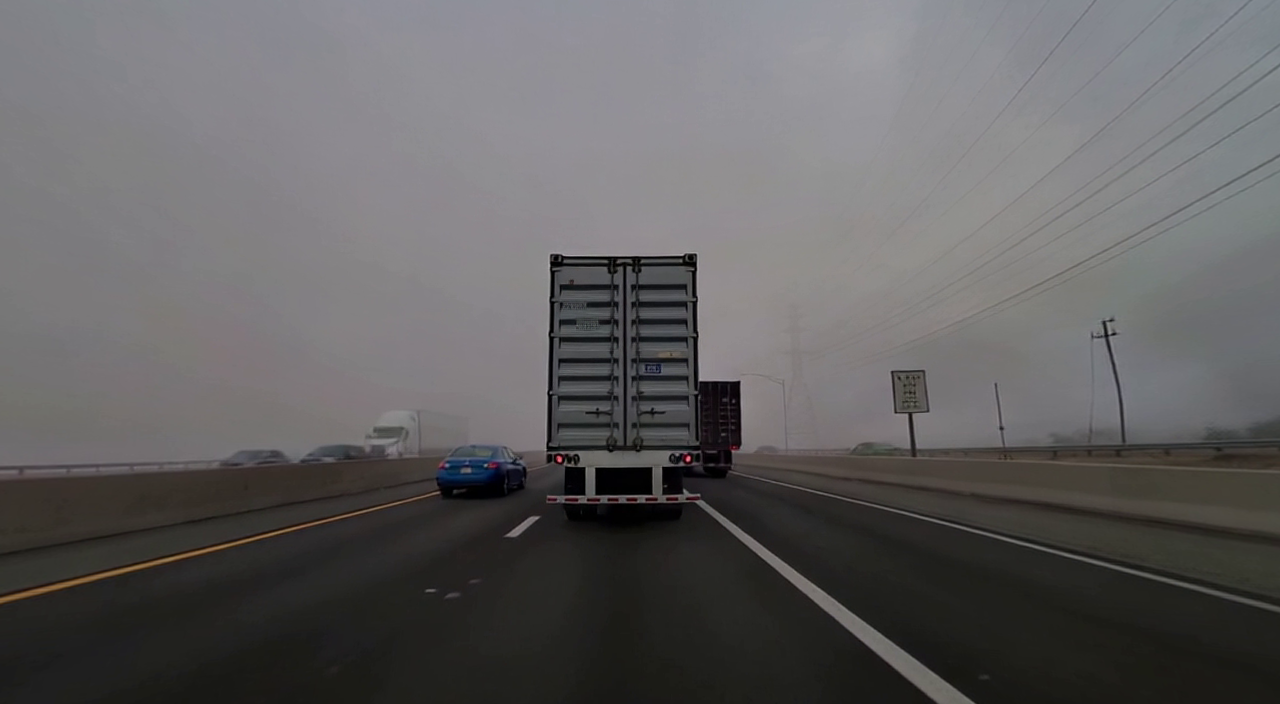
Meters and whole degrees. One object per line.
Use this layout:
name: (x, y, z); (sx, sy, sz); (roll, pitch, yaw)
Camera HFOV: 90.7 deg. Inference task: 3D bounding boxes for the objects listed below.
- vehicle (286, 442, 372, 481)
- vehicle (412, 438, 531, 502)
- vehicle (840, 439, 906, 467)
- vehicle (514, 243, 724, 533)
vehicle: (-12.708, 4.478, 26.093); (1.735, 1.440, 3.601); (0, -9, 0)
vehicle: (-4.370, 3.140, 17.235); (1.993, 1.475, 4.540); (-1, -9, 0)
vehicle: (13.436, 5.854, 36.799); (2.020, 1.546, 4.336); (0, -9, -2)
vehicle: (-0.324, 1.336, 14.849); (2.841, 4.071, 12.046); (0, -9, 0)
